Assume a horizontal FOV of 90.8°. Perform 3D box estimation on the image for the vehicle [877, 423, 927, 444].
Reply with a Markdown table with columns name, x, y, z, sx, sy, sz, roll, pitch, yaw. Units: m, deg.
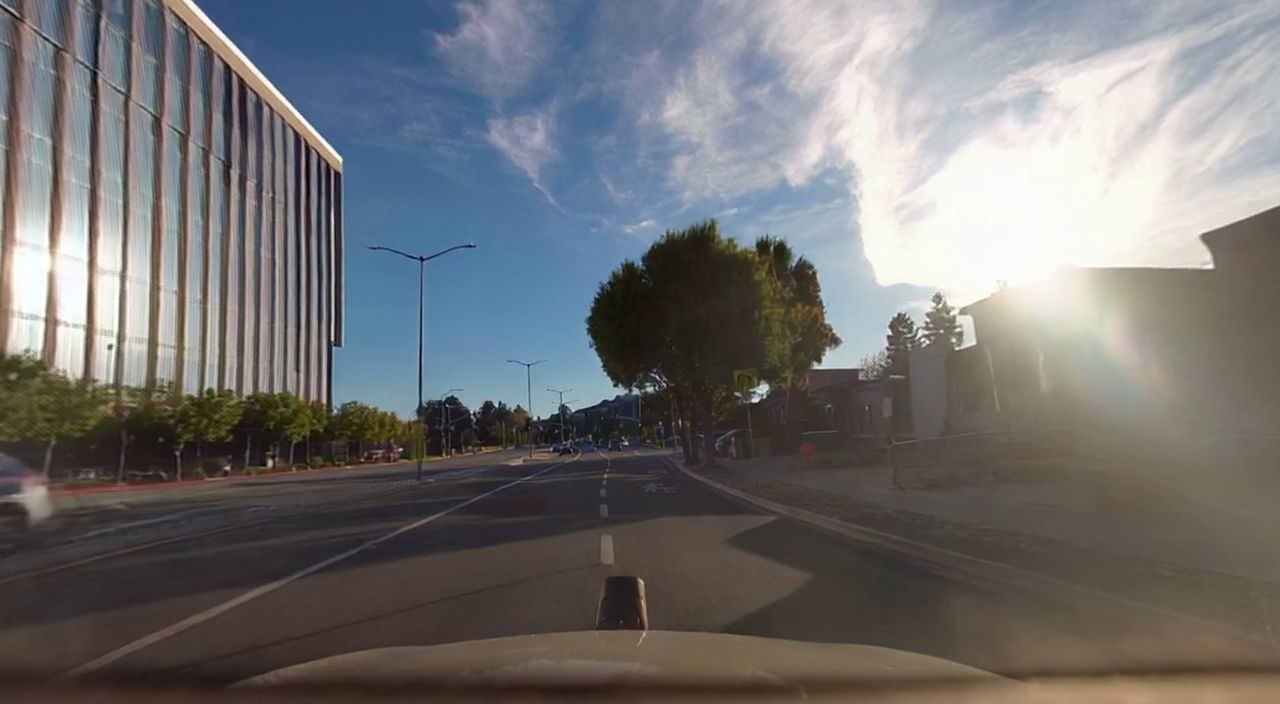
| name | x | y | z | sx | sy | sz | roll | pitch | yaw |
| --- | --- | --- | --- | --- | --- | --- | --- | --- | --- |
| vehicle | 19.501 | 6.133 | 47.267 | 1.890 | 1.492 | 4.494 | 0 | -8 | 1 |

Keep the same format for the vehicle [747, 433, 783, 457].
| name | x | y | z | sx | sy | sz | roll | pitch | yaw |
| --- | --- | --- | --- | --- | --- | --- | --- | --- | --- |
| vehicle | 8.466 | 6.348 | 43.131 | 1.842 | 1.535 | 3.638 | 0 | -8 | 2 |

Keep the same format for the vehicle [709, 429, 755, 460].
| name | x | y | z | sx | sy | sz | roll | pitch | yaw |
| --- | --- | --- | --- | --- | --- | --- | --- | --- | --- |
| vehicle | 6.075 | 6.224 | 42.482 | 2.160 | 1.944 | 5.086 | 0 | -8 | -2 |
